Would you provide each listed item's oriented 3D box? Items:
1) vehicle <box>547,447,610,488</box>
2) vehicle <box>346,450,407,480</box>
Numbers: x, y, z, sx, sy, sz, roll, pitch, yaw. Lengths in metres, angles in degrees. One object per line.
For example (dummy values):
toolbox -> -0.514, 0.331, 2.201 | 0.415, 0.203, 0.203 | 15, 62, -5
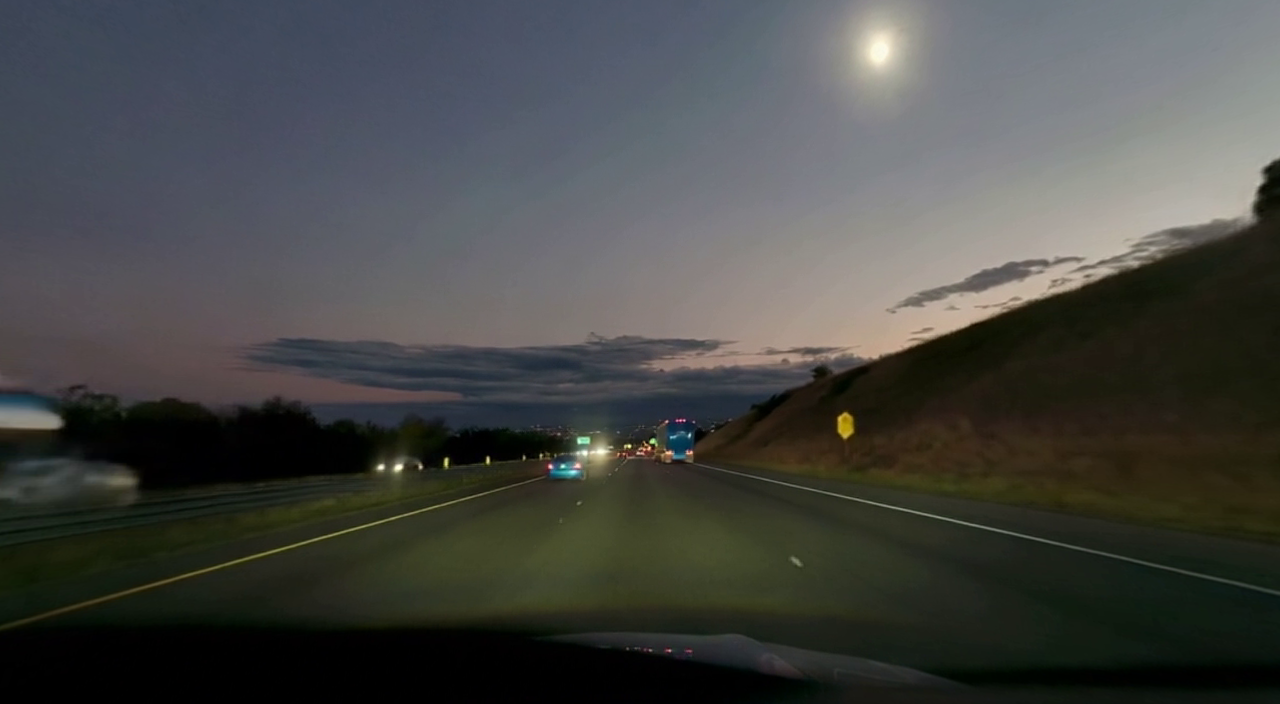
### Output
vehicle -> -2.386, 4.593, 25.434 | 2.013, 1.498, 3.908 | -1, -9, 2
vehicle -> -19.348, 8.310, 46.627 | 2.215, 2.016, 5.106 | -1, -9, 0
